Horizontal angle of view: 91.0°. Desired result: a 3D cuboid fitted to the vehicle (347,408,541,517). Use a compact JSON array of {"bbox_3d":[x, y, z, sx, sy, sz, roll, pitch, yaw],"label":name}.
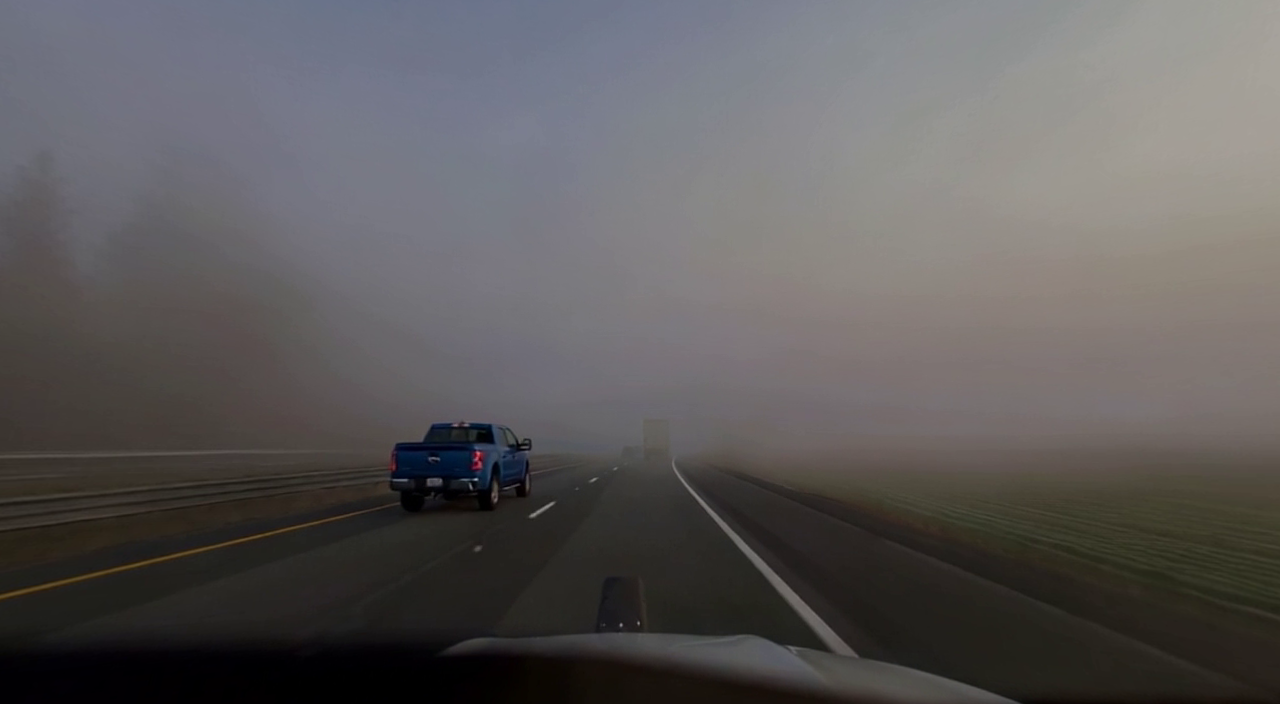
[{"bbox_3d":[-3.699,2.241,13.123,2.295,1.815,4.983,0,-9,2],"label":"vehicle"}]
